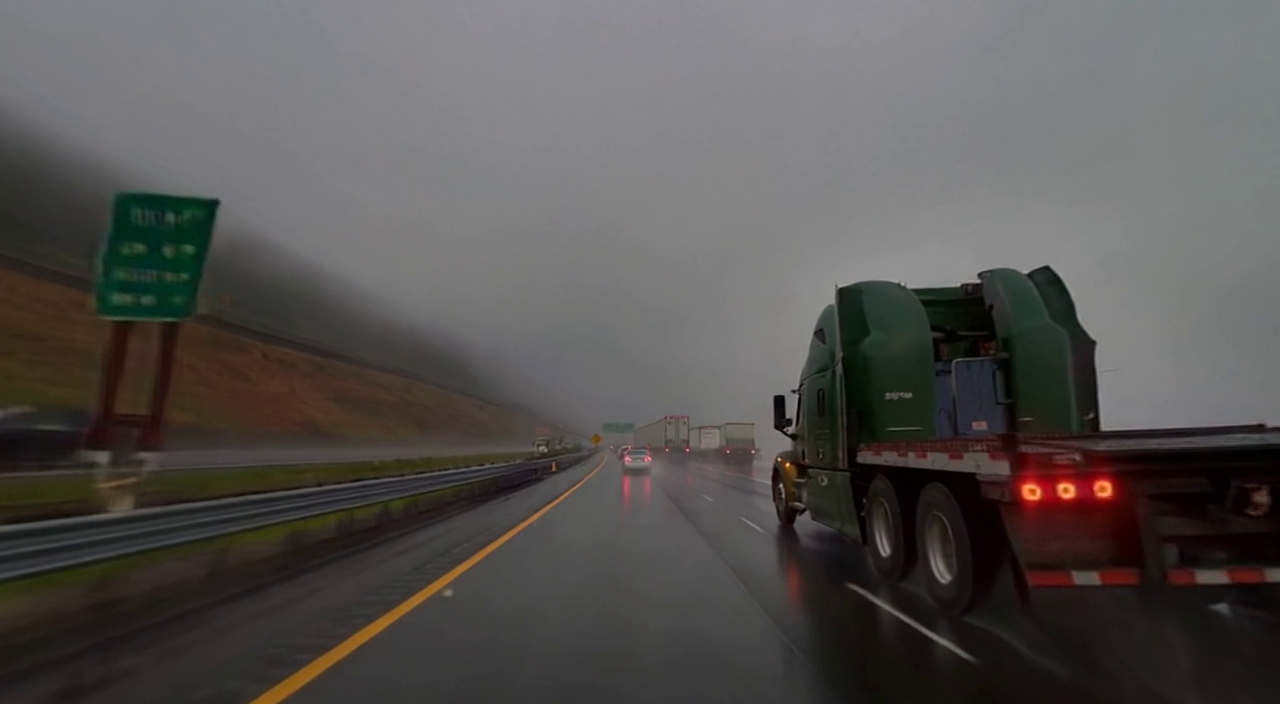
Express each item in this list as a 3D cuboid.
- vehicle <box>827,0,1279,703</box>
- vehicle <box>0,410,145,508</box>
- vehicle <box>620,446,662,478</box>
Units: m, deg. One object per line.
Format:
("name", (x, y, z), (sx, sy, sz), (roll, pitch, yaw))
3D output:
("vehicle", (3.641, -0.536, 0.453), (2.874, 4.065, 14.243), (0, -9, 1))
("vehicle", (-12.761, 2.158, 12.806), (2.012, 1.783, 4.216), (0, -9, -1))
("vehicle", (0.016, 5.312, 30.611), (1.927, 1.437, 3.794), (0, -9, -1))
